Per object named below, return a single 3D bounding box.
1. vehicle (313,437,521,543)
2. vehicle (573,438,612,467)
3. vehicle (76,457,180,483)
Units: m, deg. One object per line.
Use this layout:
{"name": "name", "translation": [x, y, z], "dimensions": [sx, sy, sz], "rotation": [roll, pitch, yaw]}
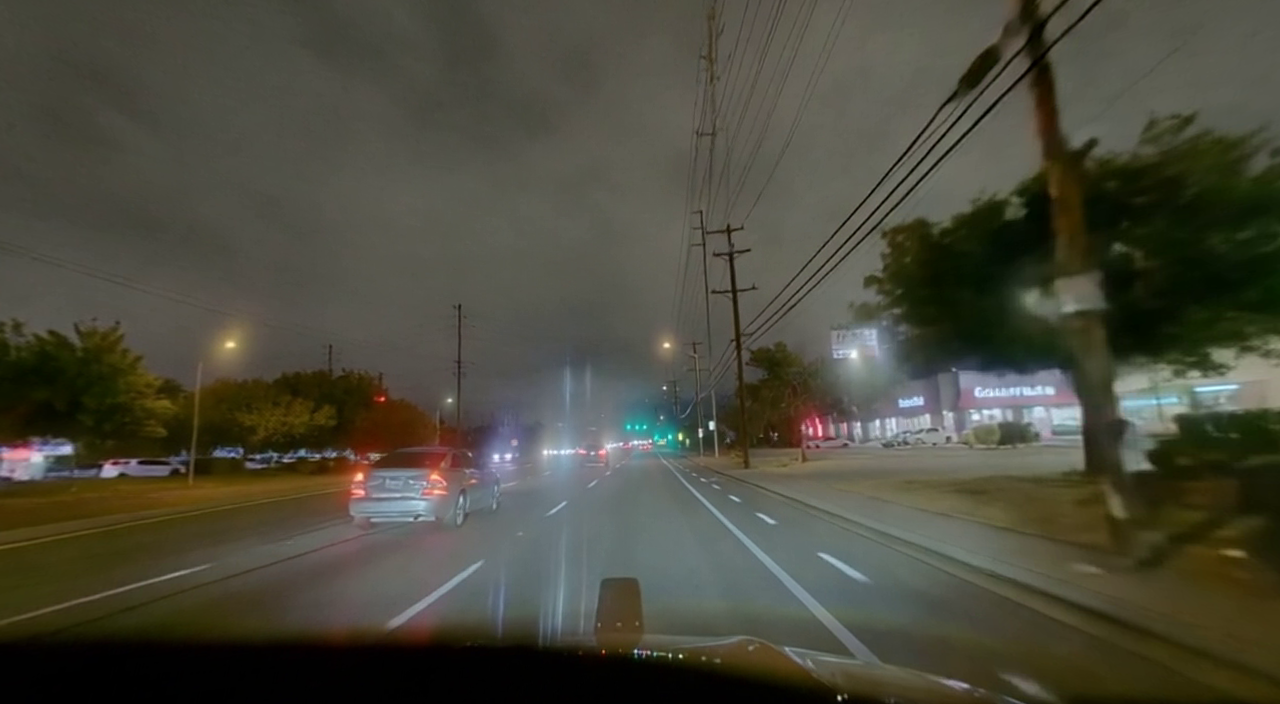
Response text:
{"name": "vehicle", "translation": [-3.571, 2.283, 11.143], "dimensions": [1.942, 1.469, 4.426], "rotation": [0, -9, 2]}
{"name": "vehicle", "translation": [-3.010, 6.524, 40.830], "dimensions": [2.087, 1.736, 4.311], "rotation": [0, -9, 2]}
{"name": "vehicle", "translation": [-40.153, 9.256, 49.619], "dimensions": [5.876, 1.927, 2.237], "rotation": [4, -10, -26]}
